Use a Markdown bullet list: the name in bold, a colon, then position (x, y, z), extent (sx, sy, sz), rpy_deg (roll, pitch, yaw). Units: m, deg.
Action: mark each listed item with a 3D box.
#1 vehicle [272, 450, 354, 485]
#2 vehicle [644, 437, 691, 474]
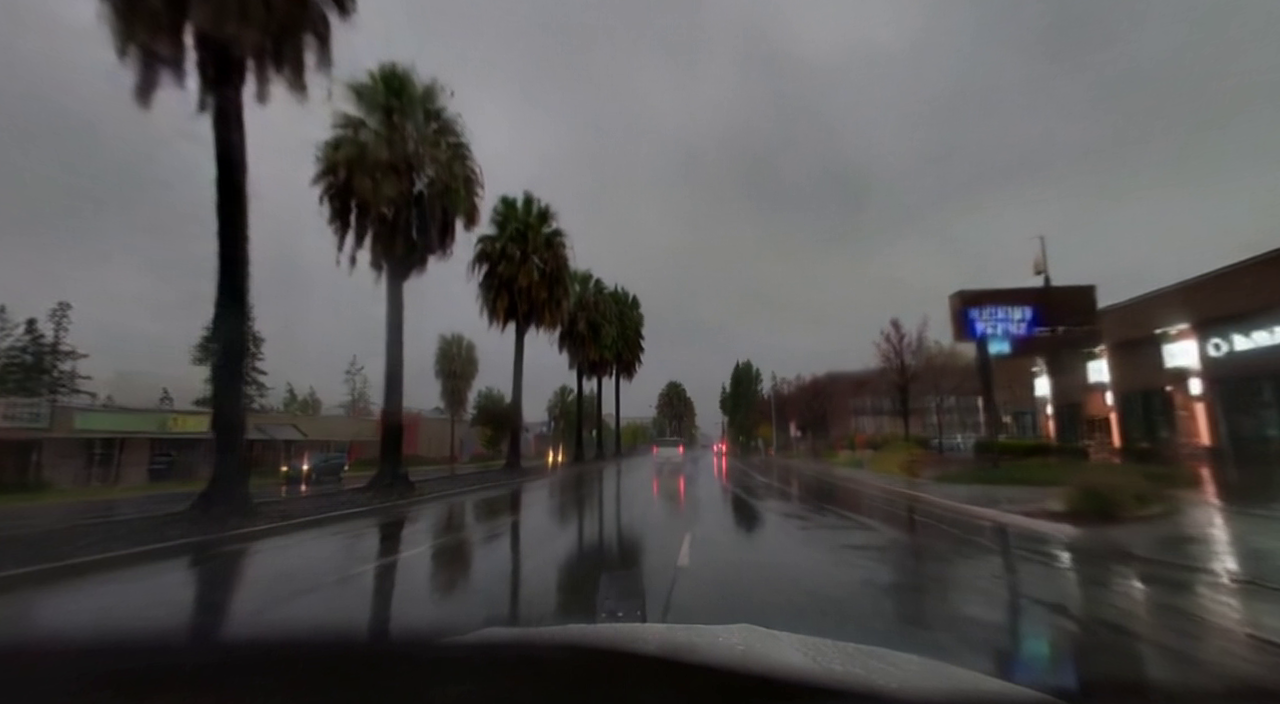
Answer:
- **vehicle**: position (-20.287, 7.146, 39.486), extent (2.294, 1.935, 4.783), rpy_deg (0, -8, 5)
- **vehicle**: position (1.509, 5.325, 32.754), extent (2.147, 1.745, 4.648), rpy_deg (0, -8, 6)
